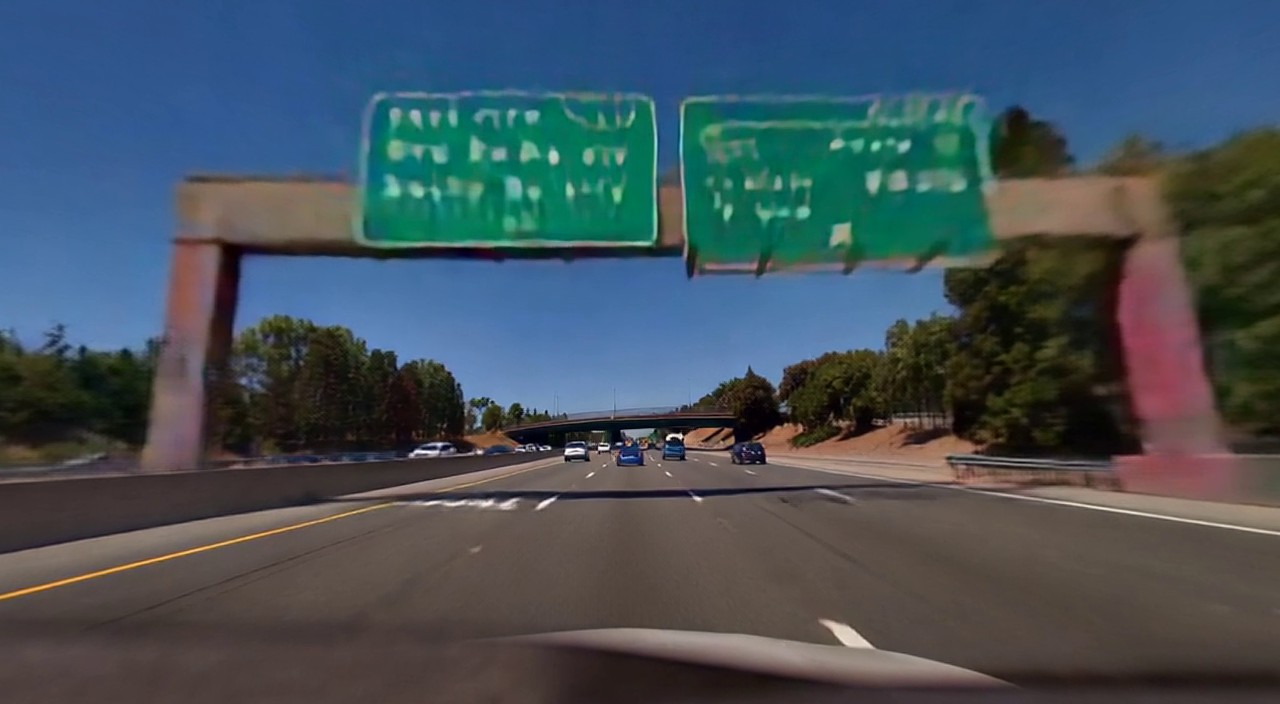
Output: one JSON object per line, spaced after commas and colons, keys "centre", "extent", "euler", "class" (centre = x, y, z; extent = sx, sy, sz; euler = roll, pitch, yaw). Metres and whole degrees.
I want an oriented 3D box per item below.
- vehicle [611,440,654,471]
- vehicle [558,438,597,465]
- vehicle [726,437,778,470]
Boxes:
{"centre": [-0.391, 5.275, 32.360], "extent": [2.075, 1.486, 4.007], "euler": [0, -8, -1], "class": "vehicle"}
{"centre": [-4.218, 6.819, 43.367], "extent": [2.113, 1.756, 4.471], "euler": [0, -9, 1], "class": "vehicle"}
{"centre": [5.758, 5.290, 33.040], "extent": [1.936, 1.625, 3.991], "euler": [0, -9, -1], "class": "vehicle"}
